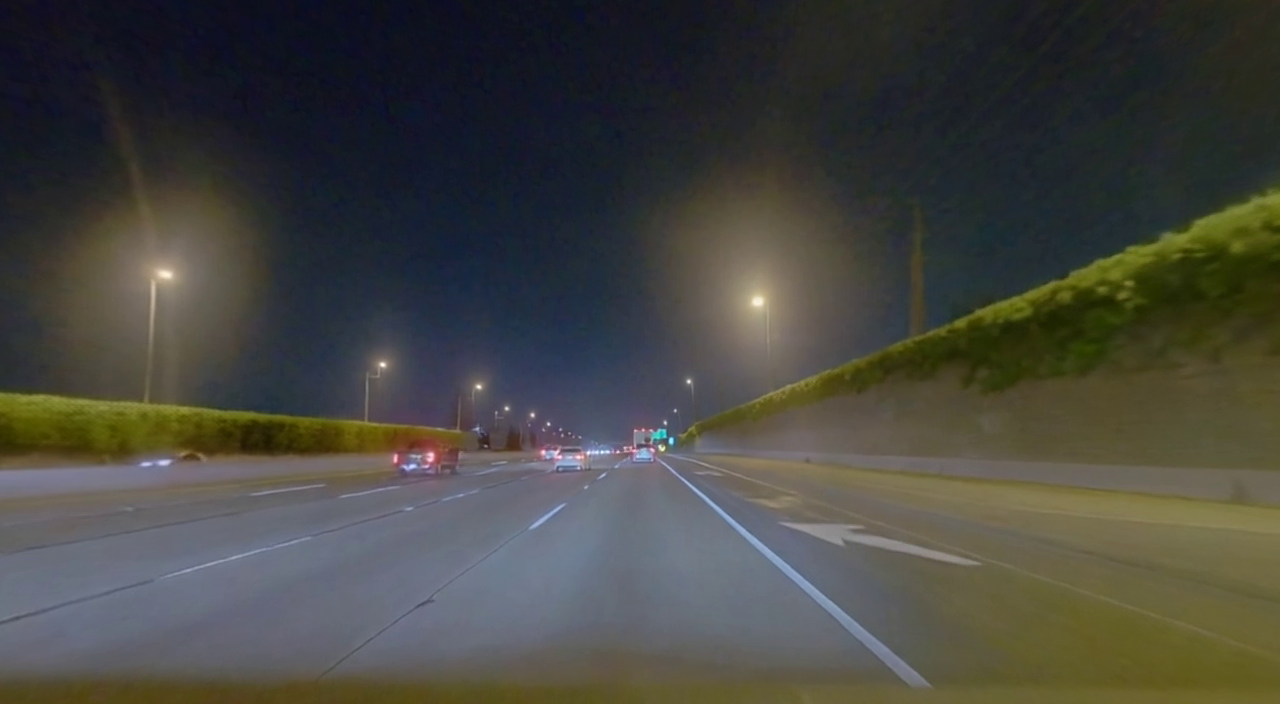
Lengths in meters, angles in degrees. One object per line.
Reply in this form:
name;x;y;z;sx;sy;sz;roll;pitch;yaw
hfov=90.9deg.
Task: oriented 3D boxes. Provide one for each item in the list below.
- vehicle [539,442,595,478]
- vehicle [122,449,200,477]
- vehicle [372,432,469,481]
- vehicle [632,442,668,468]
vehicle;-3.253;4.928;29.002;2.056;1.480;4.022;-1;-9;1
vehicle;-25.766;5.958;34.059;1.511;1.380;3.380;-1;-9;0
vehicle;-9.960;4.800;29.304;2.339;2.018;5.790;-1;-9;1
vehicle;0.570;6.384;39.220;2.073;1.480;4.343;-1;-9;0
